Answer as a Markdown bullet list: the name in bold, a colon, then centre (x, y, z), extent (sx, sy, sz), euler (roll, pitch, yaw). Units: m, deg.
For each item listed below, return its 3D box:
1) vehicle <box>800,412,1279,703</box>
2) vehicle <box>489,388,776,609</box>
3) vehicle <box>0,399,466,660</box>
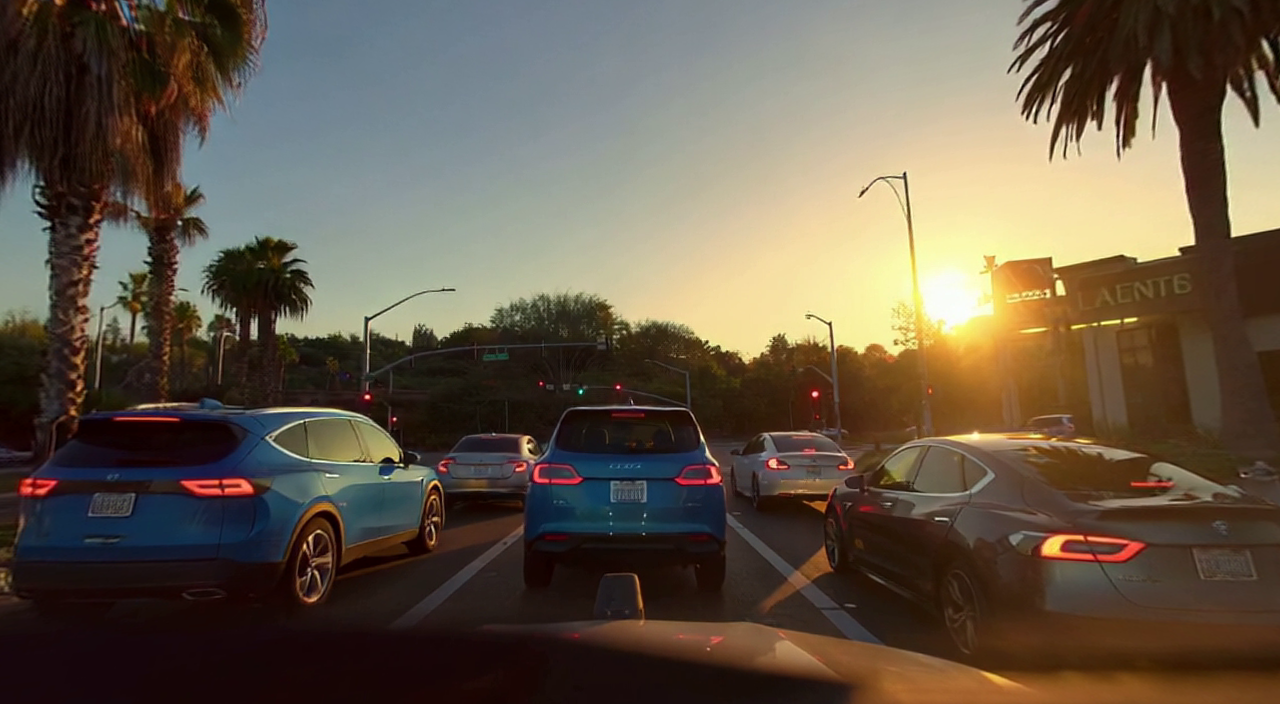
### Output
- **vehicle**: centre (2.969, 1.371, 5.250), extent (2.017, 1.491, 4.611), euler (0, -8, -1)
- **vehicle**: centre (-0.123, 1.487, 7.293), extent (2.280, 1.747, 4.361), euler (0, -8, -2)
- **vehicle**: centre (-3.354, 1.385, 6.050), extent (2.014, 1.534, 4.455), euler (0, -8, 1)
